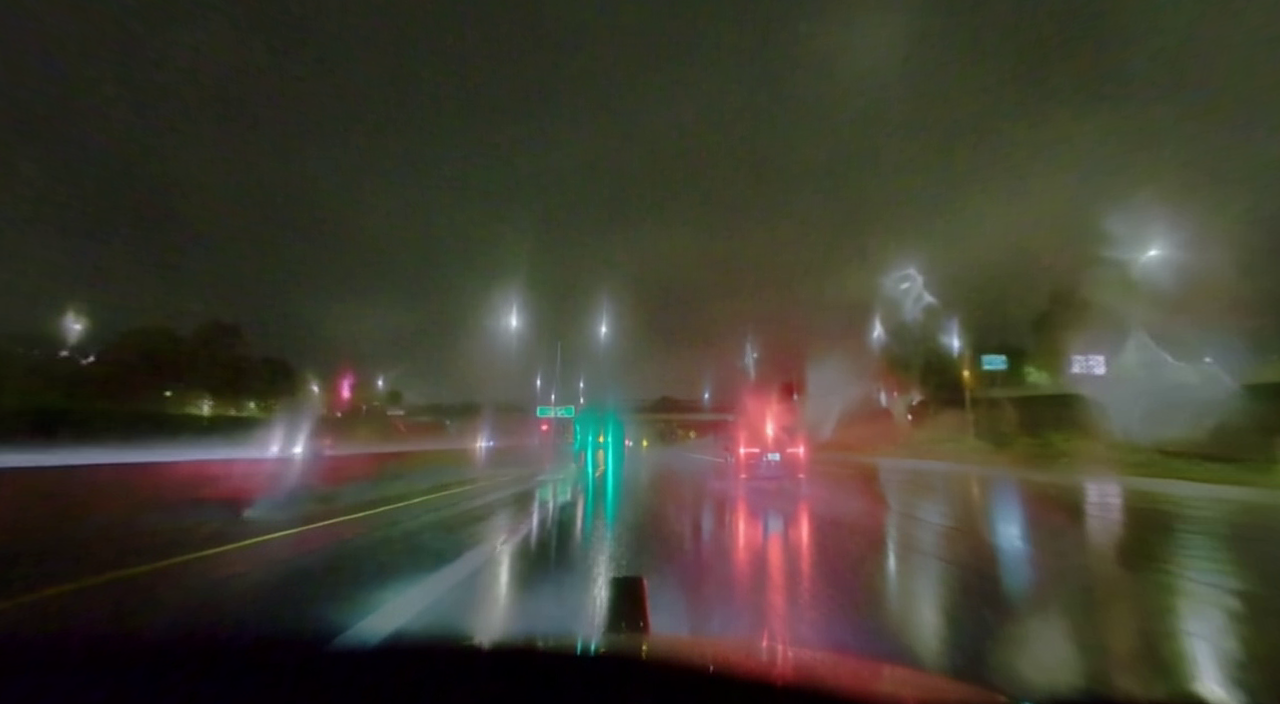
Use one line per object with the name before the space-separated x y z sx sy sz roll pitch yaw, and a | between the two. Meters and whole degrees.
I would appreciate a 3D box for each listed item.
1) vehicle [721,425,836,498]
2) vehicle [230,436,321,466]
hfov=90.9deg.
vehicle | 3.543 2.912 17.162 2.039 1.701 4.834 0 -8 0
vehicle | -18.857 5.138 32.922 2.120 1.433 4.540 -1 -8 -1
